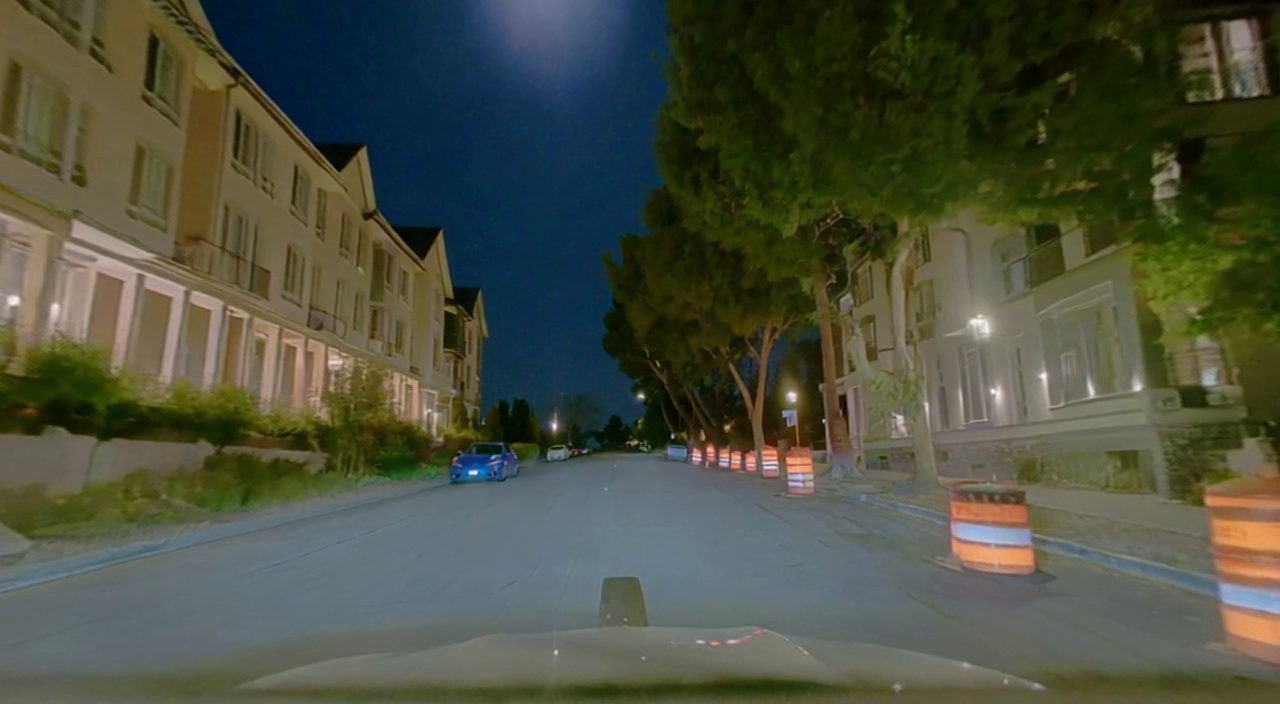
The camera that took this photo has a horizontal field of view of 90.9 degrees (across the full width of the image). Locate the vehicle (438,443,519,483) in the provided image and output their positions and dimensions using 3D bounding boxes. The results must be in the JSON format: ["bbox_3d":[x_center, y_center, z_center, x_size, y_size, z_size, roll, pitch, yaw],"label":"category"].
[{"bbox_3d":[-6.624,4.604,26.456,2.137,1.481,4.503,0,-9,1],"label":"vehicle"}]
